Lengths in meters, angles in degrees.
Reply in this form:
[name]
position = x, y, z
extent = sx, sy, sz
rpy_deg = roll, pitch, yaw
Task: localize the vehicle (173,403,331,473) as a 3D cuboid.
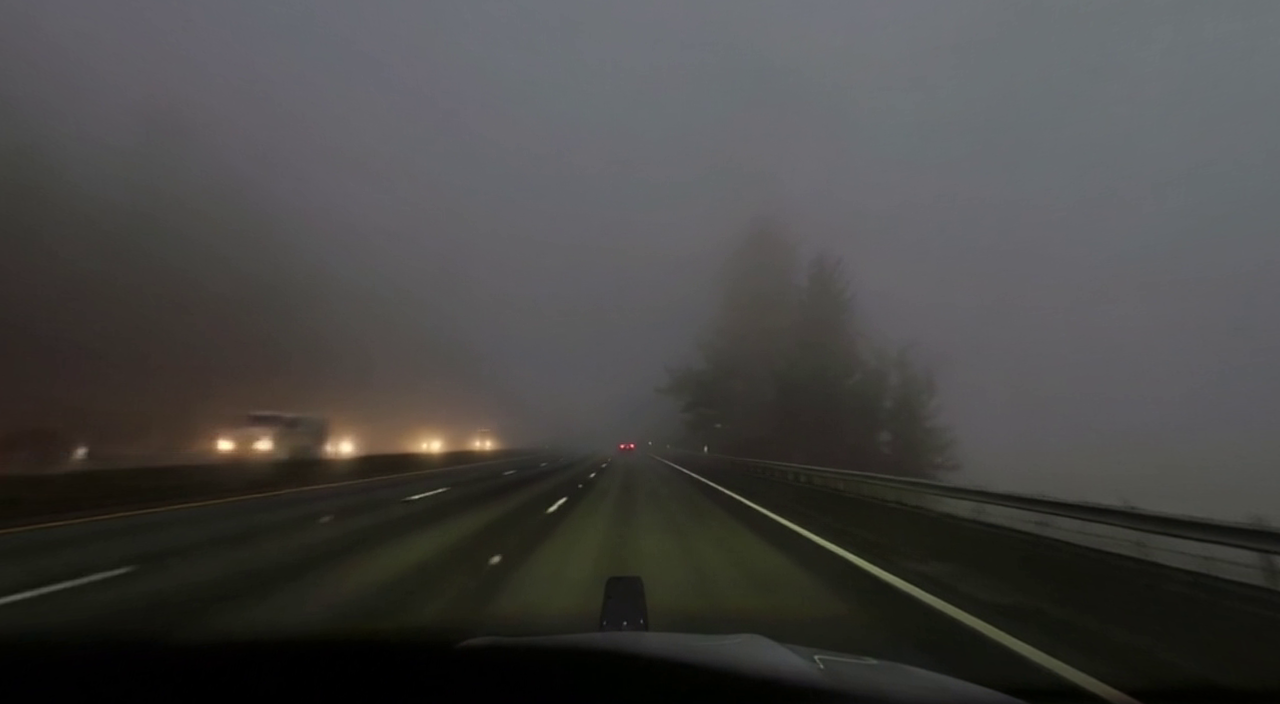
[vehicle]
position = -16.283, 3.727, 27.073
extent = 2.357, 2.600, 7.018
rpy_deg = 0, -8, -1
